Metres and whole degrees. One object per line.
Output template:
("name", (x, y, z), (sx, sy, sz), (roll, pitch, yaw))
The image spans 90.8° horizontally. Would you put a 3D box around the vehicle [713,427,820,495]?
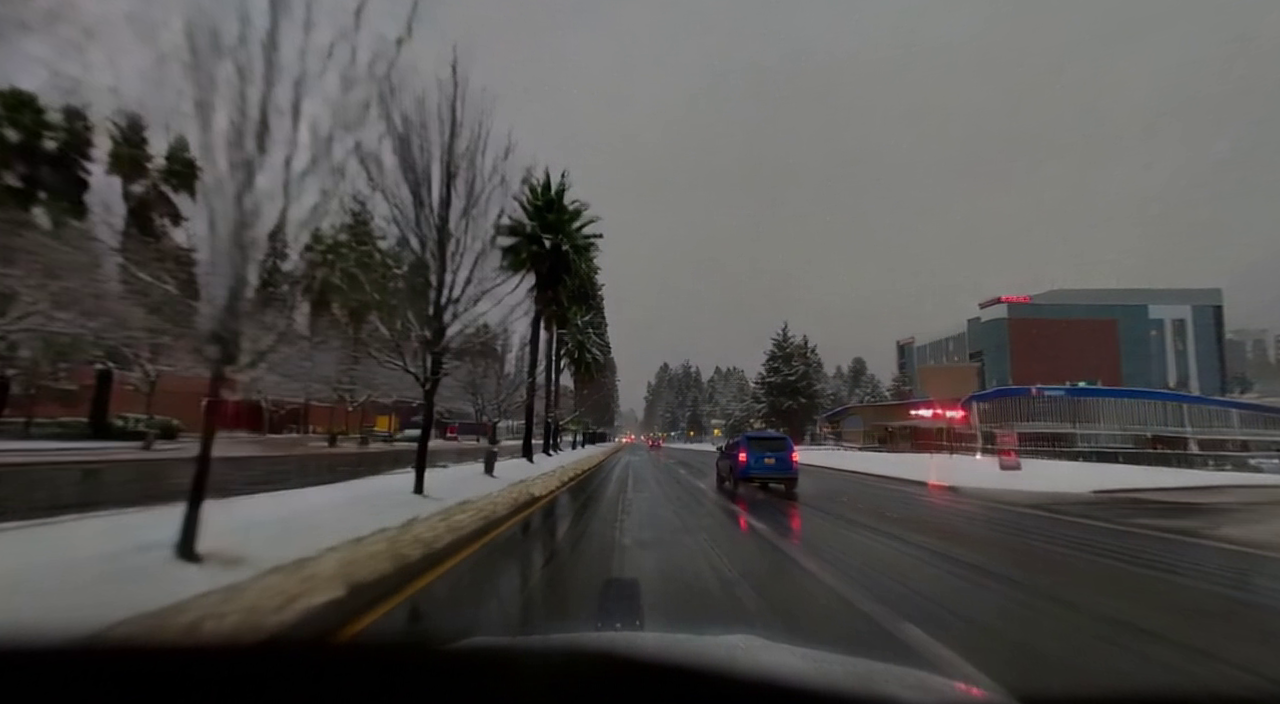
("vehicle", (3.434, 3.055, 18.010), (2.072, 1.696, 4.177), (0, -8, -2))
